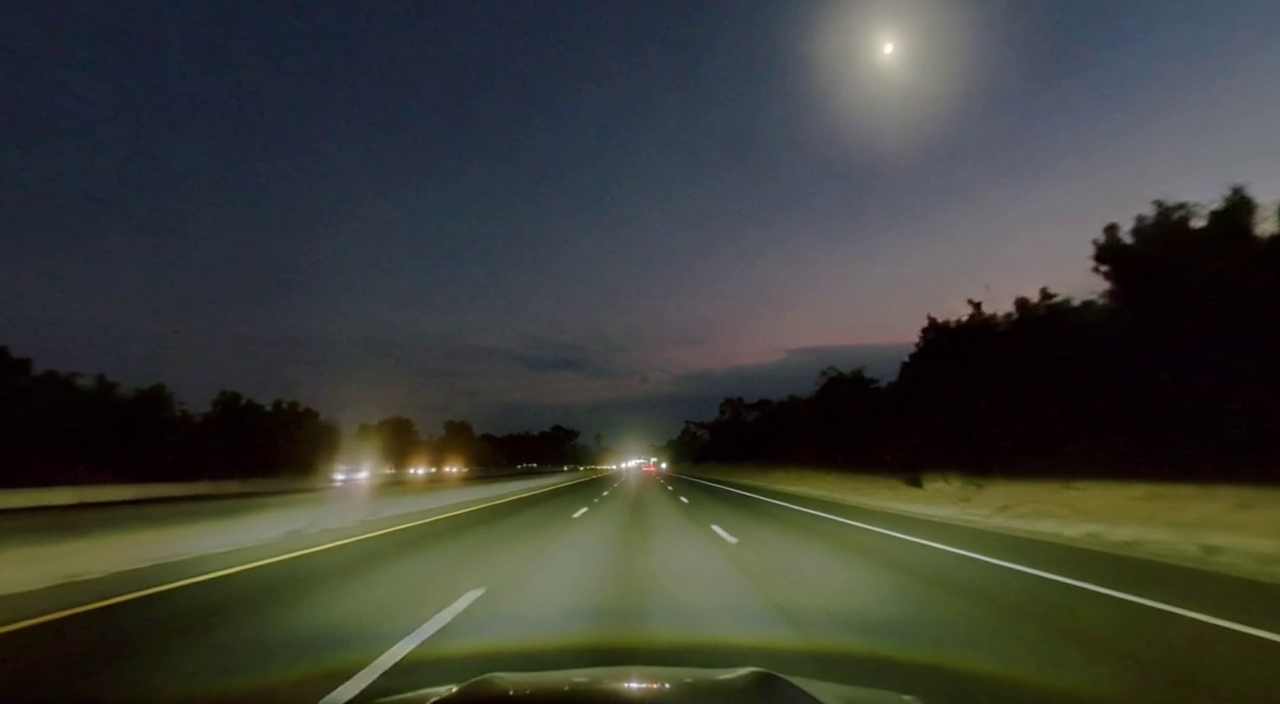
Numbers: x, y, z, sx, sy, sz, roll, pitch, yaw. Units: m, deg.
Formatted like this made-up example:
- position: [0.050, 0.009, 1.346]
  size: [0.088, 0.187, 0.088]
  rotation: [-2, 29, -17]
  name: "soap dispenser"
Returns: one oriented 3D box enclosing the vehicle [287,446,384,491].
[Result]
- position: [-15.120, 5.853, 31.575]
  size: [2.360, 1.999, 4.727]
  rotation: [0, -10, 1]
  name: "vehicle"
